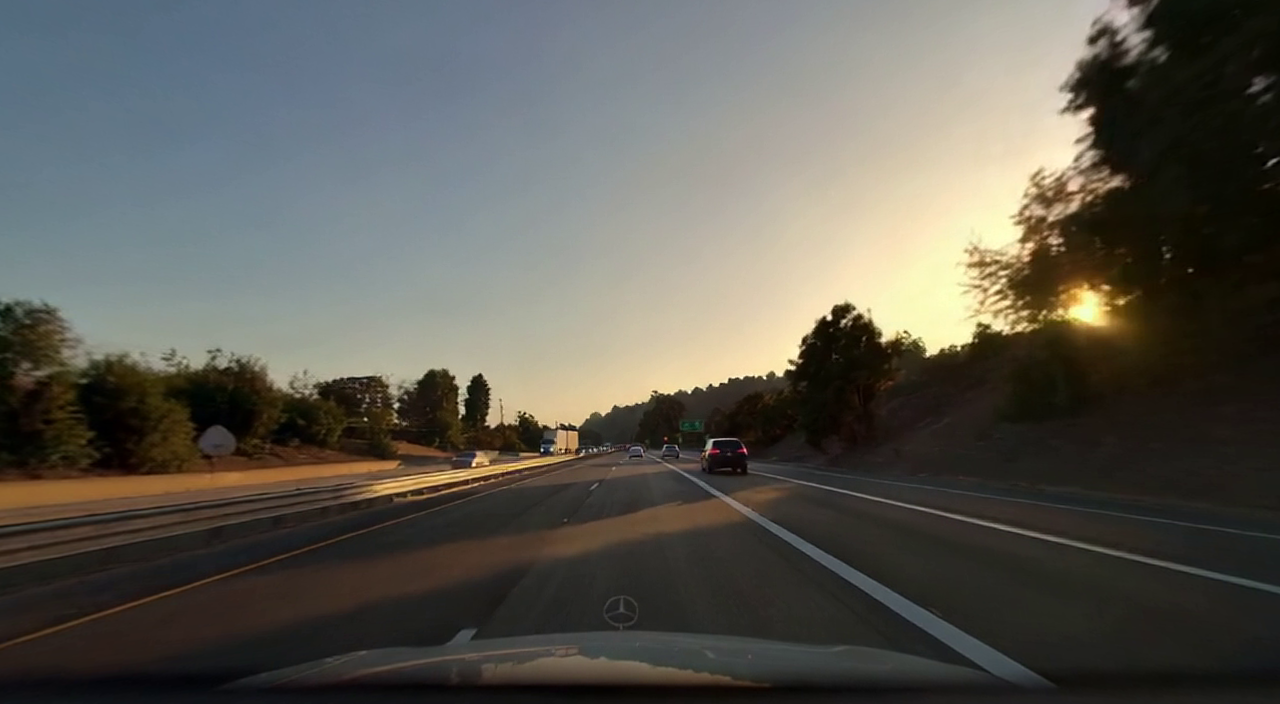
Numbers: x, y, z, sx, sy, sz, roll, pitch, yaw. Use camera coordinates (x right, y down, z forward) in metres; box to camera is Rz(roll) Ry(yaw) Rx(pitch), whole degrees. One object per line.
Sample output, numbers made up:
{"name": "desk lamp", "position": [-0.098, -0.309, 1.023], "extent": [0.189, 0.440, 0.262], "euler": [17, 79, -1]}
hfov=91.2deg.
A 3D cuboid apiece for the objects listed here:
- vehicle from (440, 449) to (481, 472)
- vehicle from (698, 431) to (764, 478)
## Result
{"name": "vehicle", "position": [-13.004, 7.871, 45.661], "extent": [1.817, 1.546, 3.767], "euler": [0, -9, 0]}
{"name": "vehicle", "position": [3.988, 4.619, 28.471], "extent": [2.177, 1.914, 5.245], "euler": [0, -9, 0]}
